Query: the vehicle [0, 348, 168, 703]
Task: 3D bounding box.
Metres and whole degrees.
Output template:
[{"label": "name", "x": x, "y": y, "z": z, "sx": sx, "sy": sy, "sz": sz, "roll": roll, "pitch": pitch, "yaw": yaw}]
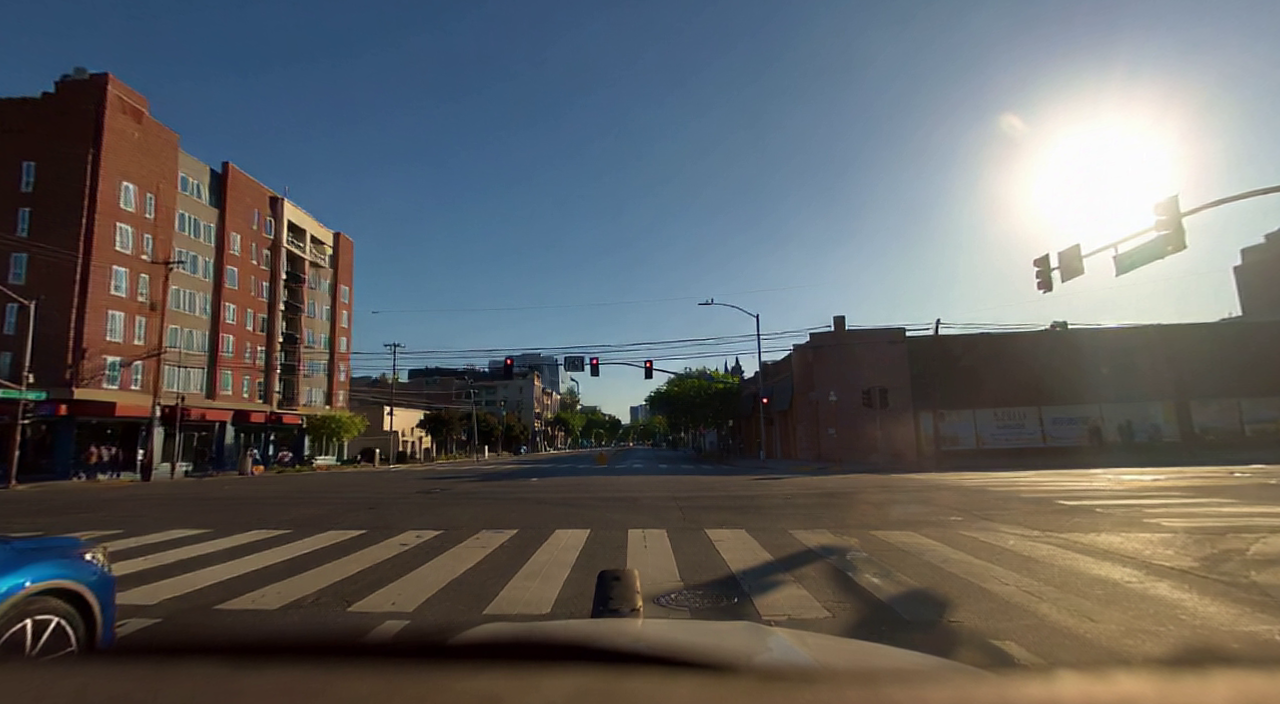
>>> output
[{"label": "vehicle", "x": -3.637, "y": 0.620, "z": 1.056, "sx": 2.109, "sy": 1.692, "sz": 4.587, "roll": 0, "pitch": -8, "yaw": 0}]
